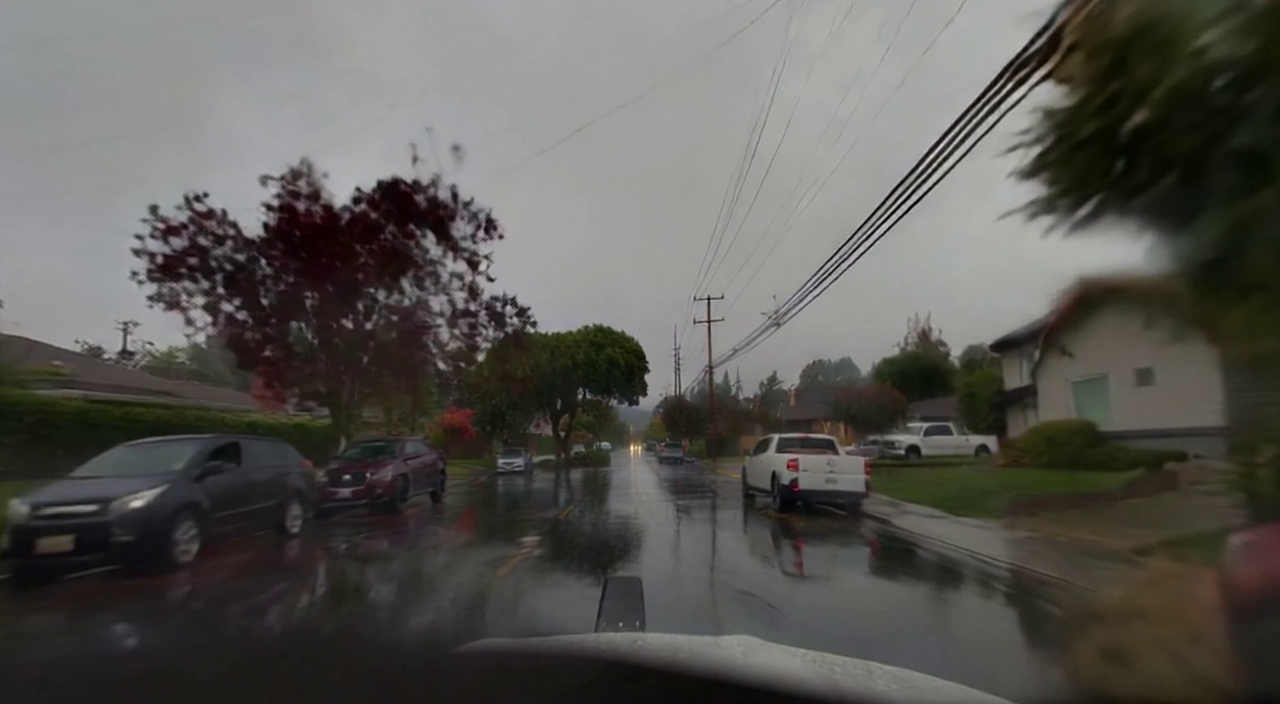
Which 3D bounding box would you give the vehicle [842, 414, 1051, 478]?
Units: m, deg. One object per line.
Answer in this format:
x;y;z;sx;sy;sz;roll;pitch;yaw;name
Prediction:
17.032;5.289;35.390;10.500;3.344;2.906;1;-9;-8;vehicle

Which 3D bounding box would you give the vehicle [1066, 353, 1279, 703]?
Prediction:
3.742;0.749;1.874;1.889;1.736;4.185;0;-9;-2;vehicle

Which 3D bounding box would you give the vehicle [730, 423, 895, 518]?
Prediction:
3.635;2.665;14.672;2.178;1.757;5.495;0;-9;-1;vehicle

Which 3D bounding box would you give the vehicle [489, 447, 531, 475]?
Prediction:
-7.210;6.084;35.354;1.997;1.456;4.319;1;-9;-8;vehicle

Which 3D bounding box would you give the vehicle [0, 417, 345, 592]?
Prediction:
-6.291;1.940;8.907;2.031;1.799;4.587;0;-9;0;vehicle

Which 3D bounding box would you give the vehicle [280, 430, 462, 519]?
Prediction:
-6.308;2.949;15.709;2.158;1.817;5.230;0;-9;0;vehicle
